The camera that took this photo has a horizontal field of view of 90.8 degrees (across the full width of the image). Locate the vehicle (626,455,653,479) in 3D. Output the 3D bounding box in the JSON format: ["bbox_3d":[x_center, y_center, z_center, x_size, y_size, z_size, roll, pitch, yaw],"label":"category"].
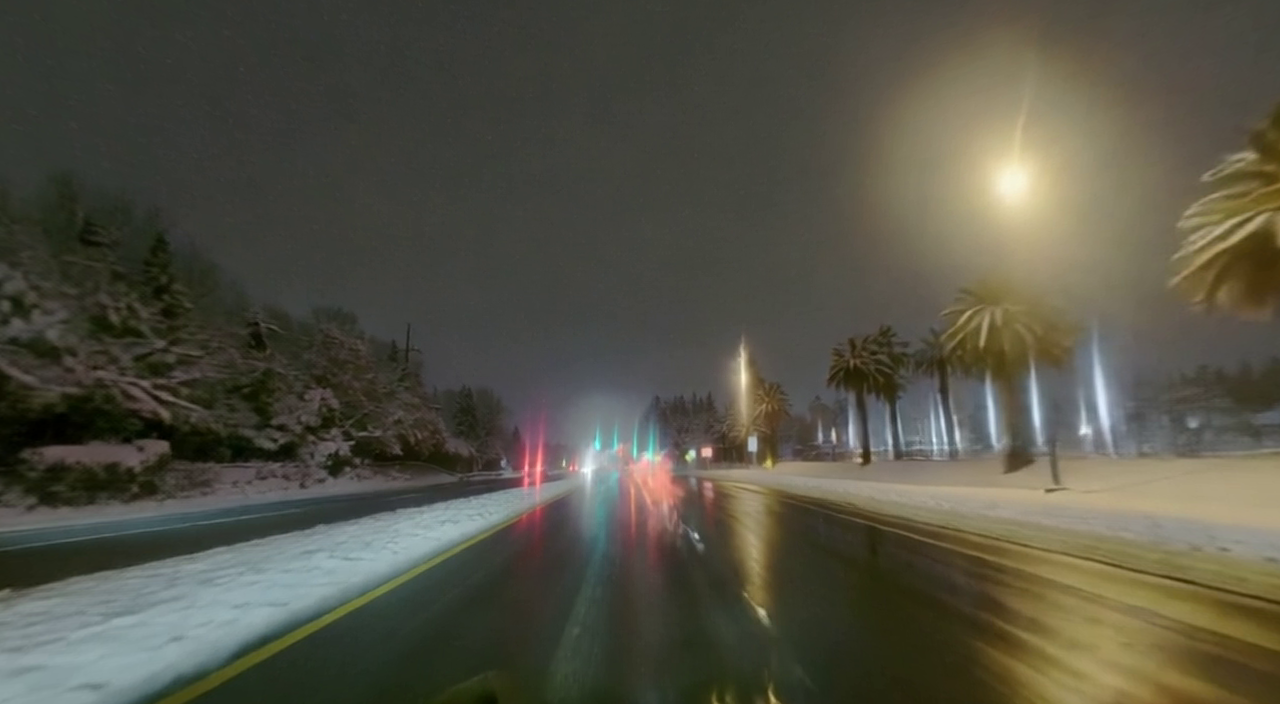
[{"bbox_3d":[-0.096,9.003,49.679,2.001,1.688,4.128,0,-9,-2],"label":"vehicle"}]
